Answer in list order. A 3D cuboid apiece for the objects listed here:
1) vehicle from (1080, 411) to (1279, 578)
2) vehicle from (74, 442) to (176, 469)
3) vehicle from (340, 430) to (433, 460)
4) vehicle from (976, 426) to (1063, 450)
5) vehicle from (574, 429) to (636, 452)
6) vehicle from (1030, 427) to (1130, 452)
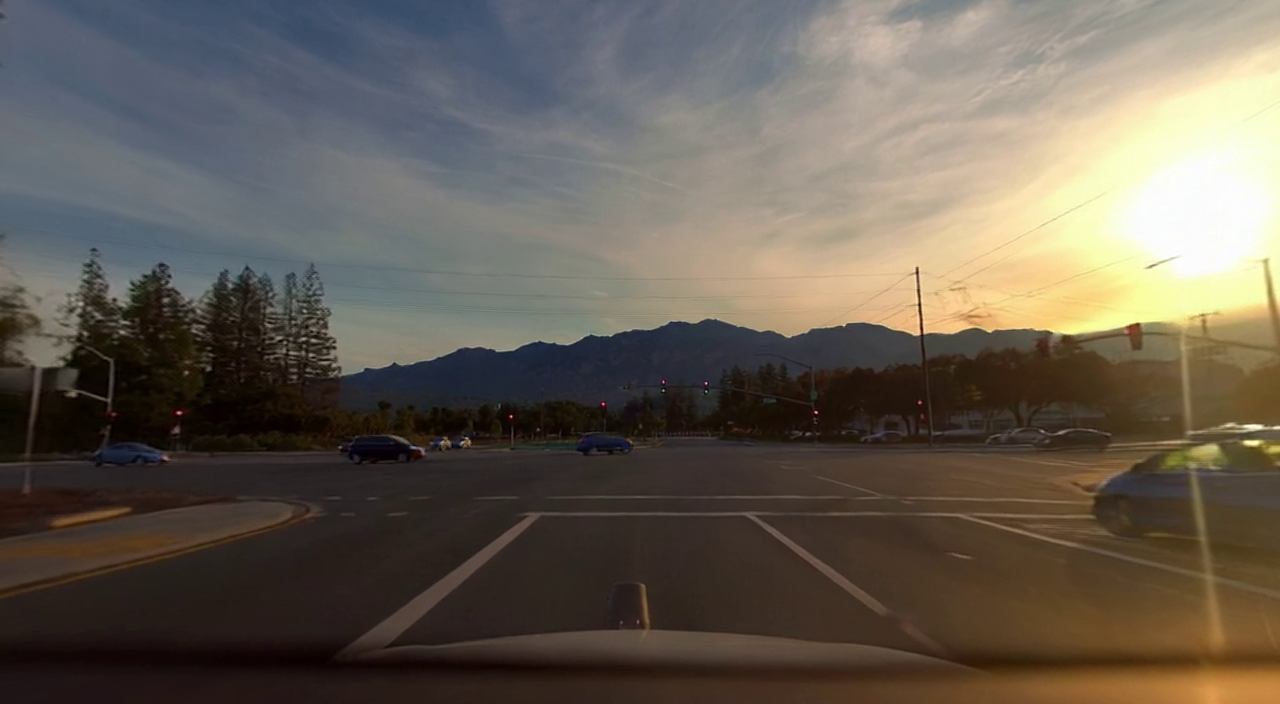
[{"bbox_3d":[7.023,1.395,6.302,1.899,1.570,4.666,0,-8,0],"label":"vehicle"},{"bbox_3d":[-30.688,6.155,37.732,4.218,1.542,2.044,0,-8,-2],"label":"vehicle"},{"bbox_3d":[-16.064,5.941,40.354,5.228,1.805,2.246,2,-9,-15],"label":"vehicle"},{"bbox_3d":[28.222,6.412,47.044,5.100,1.680,2.055,0,-8,1],"label":"vehicle"},{"bbox_3d":[-2.677,6.882,48.917,4.547,1.713,2.020,7,-11,-41],"label":"vehicle"},{"bbox_3d":[27.531,5.499,39.646,4.778,1.495,1.959,0,-8,-1],"label":"vehicle"}]
